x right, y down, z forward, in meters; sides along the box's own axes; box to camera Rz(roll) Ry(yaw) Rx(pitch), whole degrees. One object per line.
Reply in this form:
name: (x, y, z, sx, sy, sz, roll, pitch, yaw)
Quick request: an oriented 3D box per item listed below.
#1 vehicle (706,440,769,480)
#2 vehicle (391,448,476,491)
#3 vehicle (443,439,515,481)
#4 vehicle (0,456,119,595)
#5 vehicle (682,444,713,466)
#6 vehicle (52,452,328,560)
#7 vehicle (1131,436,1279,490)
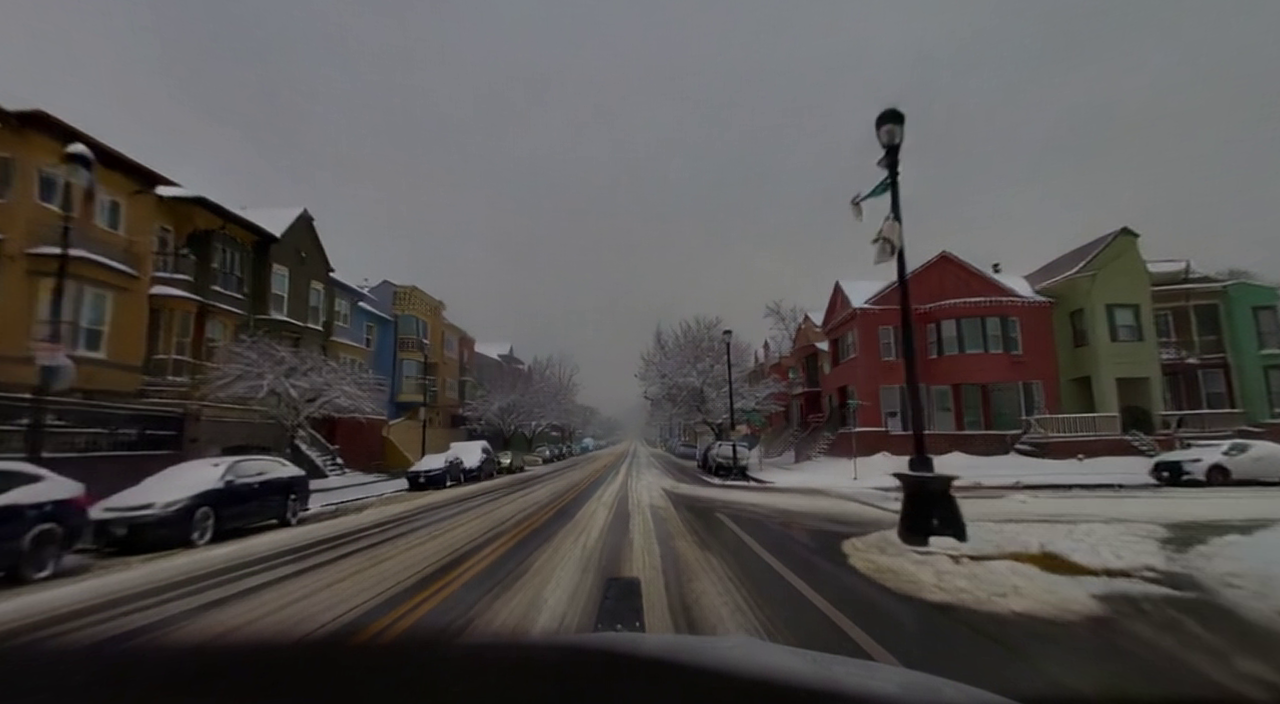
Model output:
vehicle: (4.414, 4.976, 29.373, 2.034, 1.674, 4.271, 0, -9, -3)
vehicle: (-7.986, 4.559, 24.911, 1.967, 1.517, 4.360, 0, -9, -1)
vehicle: (-7.738, 5.261, 30.898, 2.283, 1.853, 4.903, -1, -9, -1)
vehicle: (-7.992, 1.815, 6.131, 1.970, 1.480, 4.616, -1, -8, -1)
vehicle: (4.227, 7.623, 47.033, 1.845, 1.556, 3.929, 0, -9, -1)
vehicle: (-7.869, 2.663, 11.771, 1.836, 1.474, 4.565, -2, -8, -1)
vehicle: (20.196, 3.802, 21.836, 4.568, 1.727, 2.199, 0, -9, -1)
